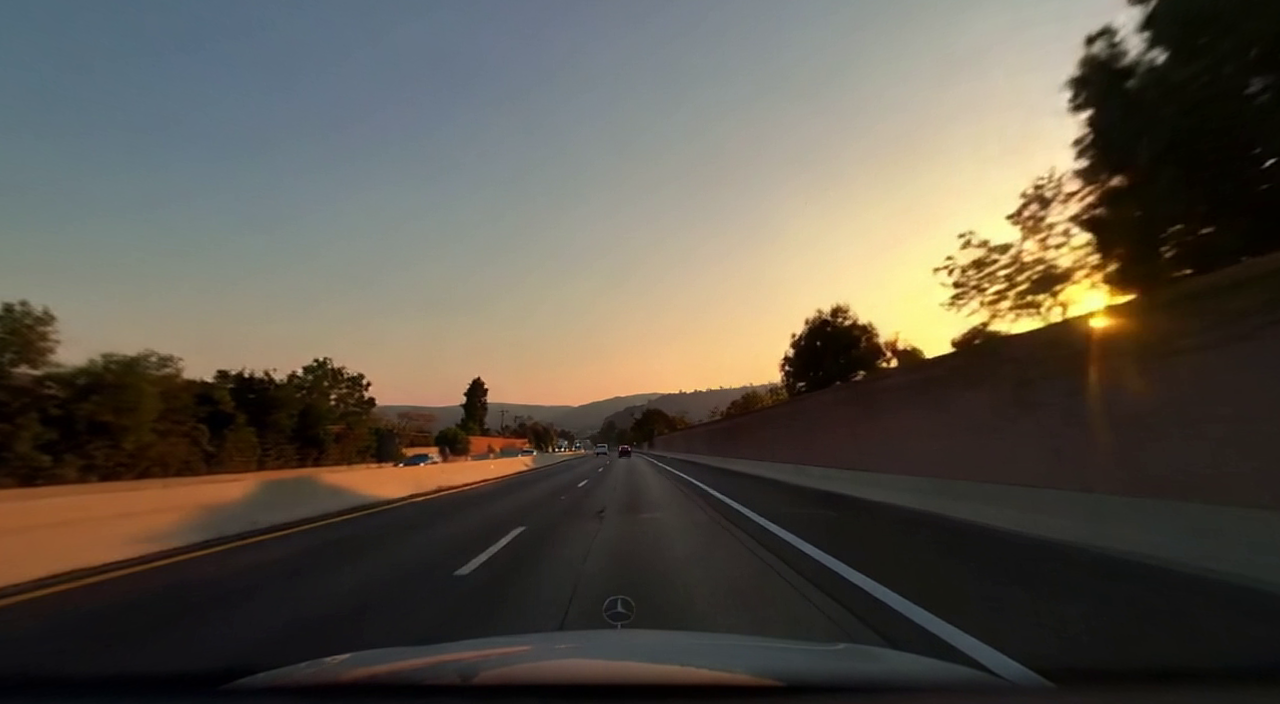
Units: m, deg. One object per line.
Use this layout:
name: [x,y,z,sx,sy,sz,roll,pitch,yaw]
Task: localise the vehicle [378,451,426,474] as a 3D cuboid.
vehicle: [-17.344,8.059,45.956,1.936,1.576,4.524,0,-9,-3]
